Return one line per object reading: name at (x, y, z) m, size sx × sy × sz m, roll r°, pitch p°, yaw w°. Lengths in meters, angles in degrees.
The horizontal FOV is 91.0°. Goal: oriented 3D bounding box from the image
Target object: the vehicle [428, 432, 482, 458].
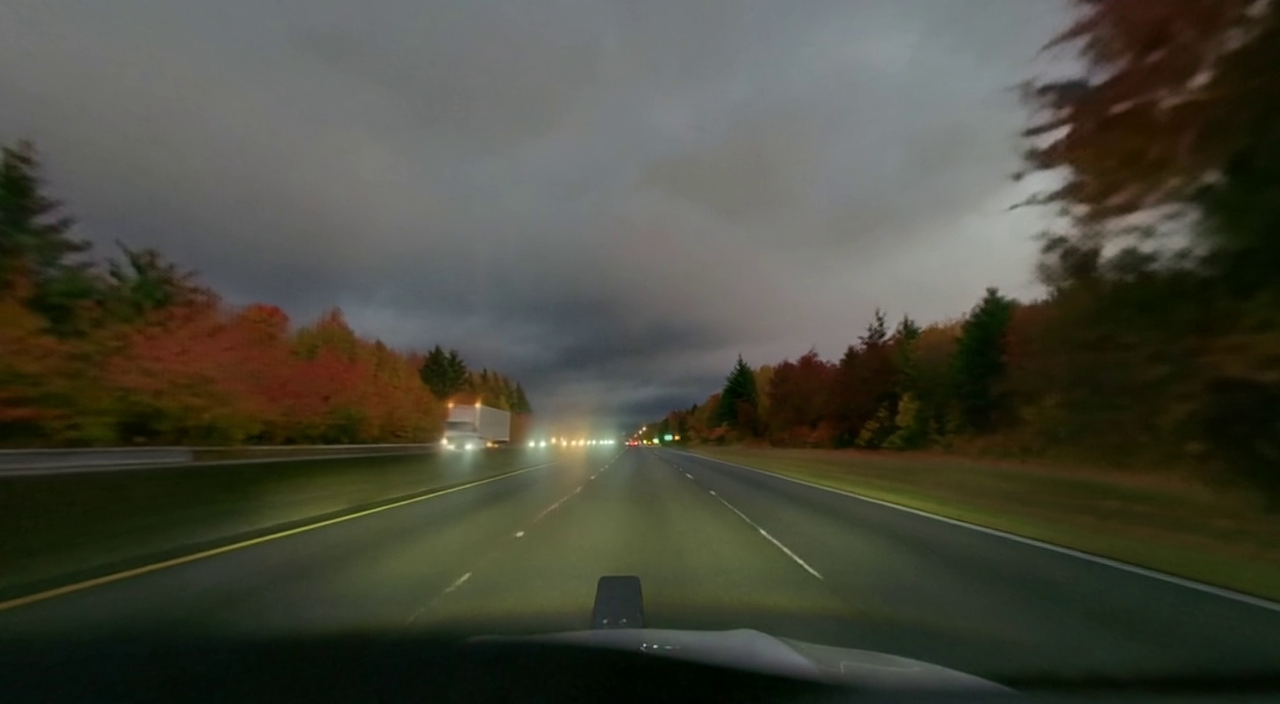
vehicle at (-11.697, 5.928, 40.113) m, size 1.968 × 1.569 × 4.700 m, roll 0°, pitch -8°, yaw 0°
